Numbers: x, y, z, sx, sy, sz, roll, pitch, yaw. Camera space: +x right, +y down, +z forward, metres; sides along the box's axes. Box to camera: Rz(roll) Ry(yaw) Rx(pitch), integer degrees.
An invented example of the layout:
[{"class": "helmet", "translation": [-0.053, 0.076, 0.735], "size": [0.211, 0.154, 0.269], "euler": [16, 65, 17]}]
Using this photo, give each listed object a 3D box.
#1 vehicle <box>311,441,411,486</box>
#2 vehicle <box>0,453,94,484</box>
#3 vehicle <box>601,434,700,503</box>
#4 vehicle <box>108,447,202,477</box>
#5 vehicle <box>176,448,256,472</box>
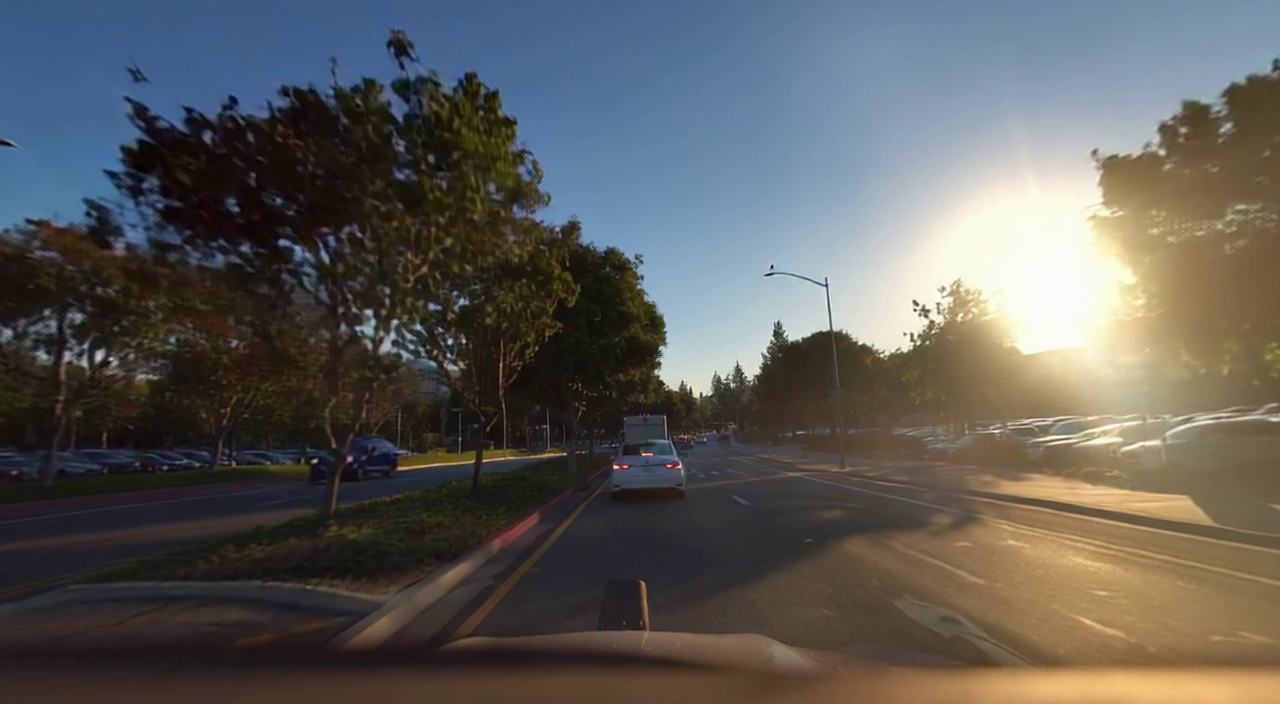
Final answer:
[{"class": "vehicle", "translation": [-11.705, 4.682, 26.903], "size": [2.066, 1.753, 4.559], "euler": [0, -8, 2]}, {"class": "vehicle", "translation": [-30.558, 5.854, 31.749], "size": [4.356, 1.444, 1.819], "euler": [0, -8, -1]}, {"class": "vehicle", "translation": [0.172, 2.753, 15.334], "size": [2.093, 1.442, 3.977], "euler": [0, -8, -1]}, {"class": "vehicle", "translation": [-30.235, 6.844, 39.400], "size": [4.266, 1.600, 1.877], "euler": [-3, -8, -2]}, {"class": "vehicle", "translation": [-29.987, 7.627, 44.650], "size": [4.342, 1.621, 1.967], "euler": [-1, -8, 5]}]
